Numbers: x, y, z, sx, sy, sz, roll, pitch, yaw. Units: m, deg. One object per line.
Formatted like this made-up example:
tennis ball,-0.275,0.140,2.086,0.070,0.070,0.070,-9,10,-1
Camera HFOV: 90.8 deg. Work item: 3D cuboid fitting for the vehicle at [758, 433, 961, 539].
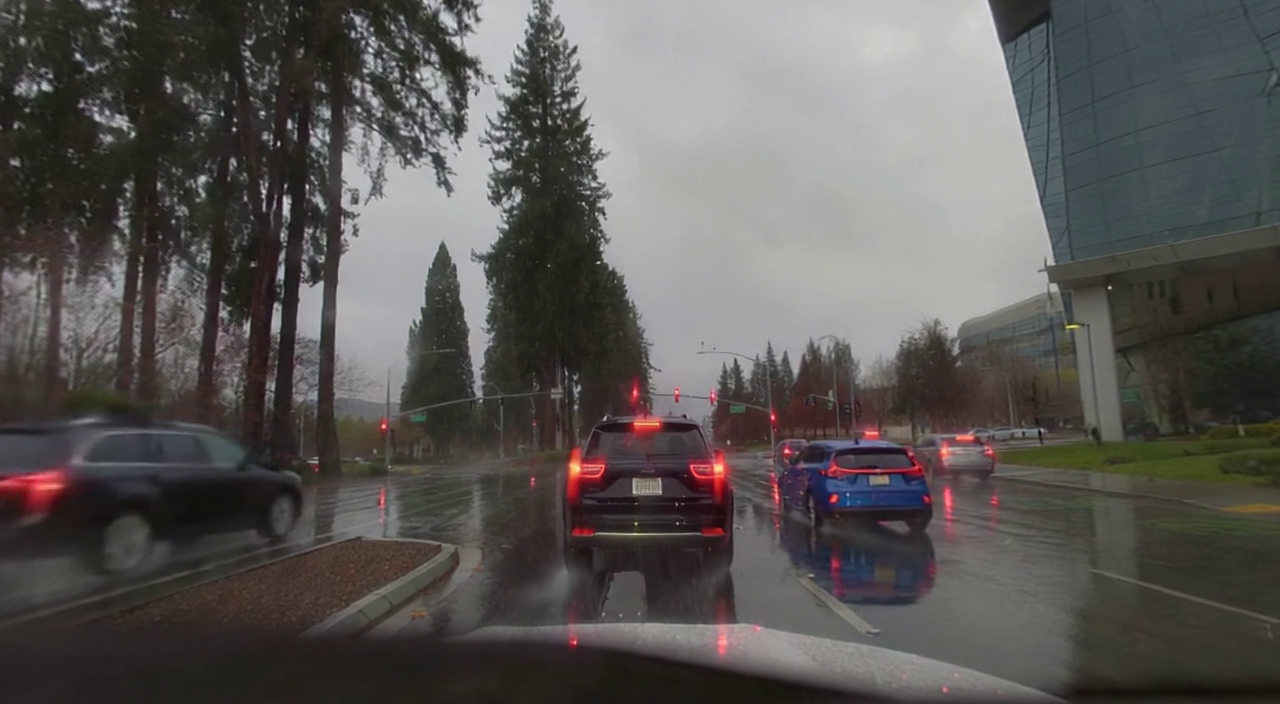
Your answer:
vehicle,3.516,2.233,11.169,1.997,1.471,4.321,0,-9,-1

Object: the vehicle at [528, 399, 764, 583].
vehicle,0.059,1.654,8.245,2.266,1.762,4.131,0,-9,0

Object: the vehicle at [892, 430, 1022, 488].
vehicle,10.866,3.699,22.133,2.123,1.812,4.553,0,-9,-1

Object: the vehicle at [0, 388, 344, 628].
vehicle,-5.991,1.572,7.436,2.555,1.819,5.145,0,-9,-1
